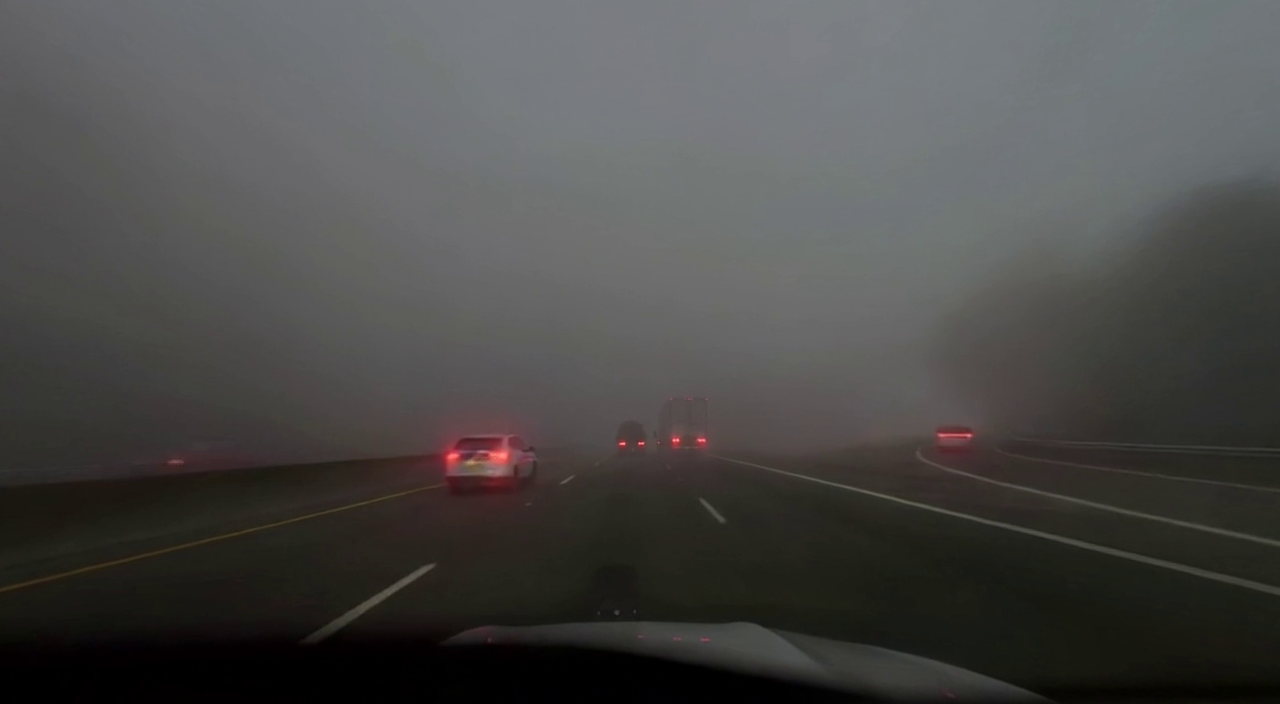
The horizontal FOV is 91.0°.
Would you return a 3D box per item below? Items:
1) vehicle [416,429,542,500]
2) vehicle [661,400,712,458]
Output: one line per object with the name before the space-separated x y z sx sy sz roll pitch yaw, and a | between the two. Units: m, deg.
vehicle | -3.909 2.807 16.150 2.111 1.536 4.270 0 -8 0
vehicle | 3.425 6.110 49.230 2.997 3.983 10.860 0 -8 -1
